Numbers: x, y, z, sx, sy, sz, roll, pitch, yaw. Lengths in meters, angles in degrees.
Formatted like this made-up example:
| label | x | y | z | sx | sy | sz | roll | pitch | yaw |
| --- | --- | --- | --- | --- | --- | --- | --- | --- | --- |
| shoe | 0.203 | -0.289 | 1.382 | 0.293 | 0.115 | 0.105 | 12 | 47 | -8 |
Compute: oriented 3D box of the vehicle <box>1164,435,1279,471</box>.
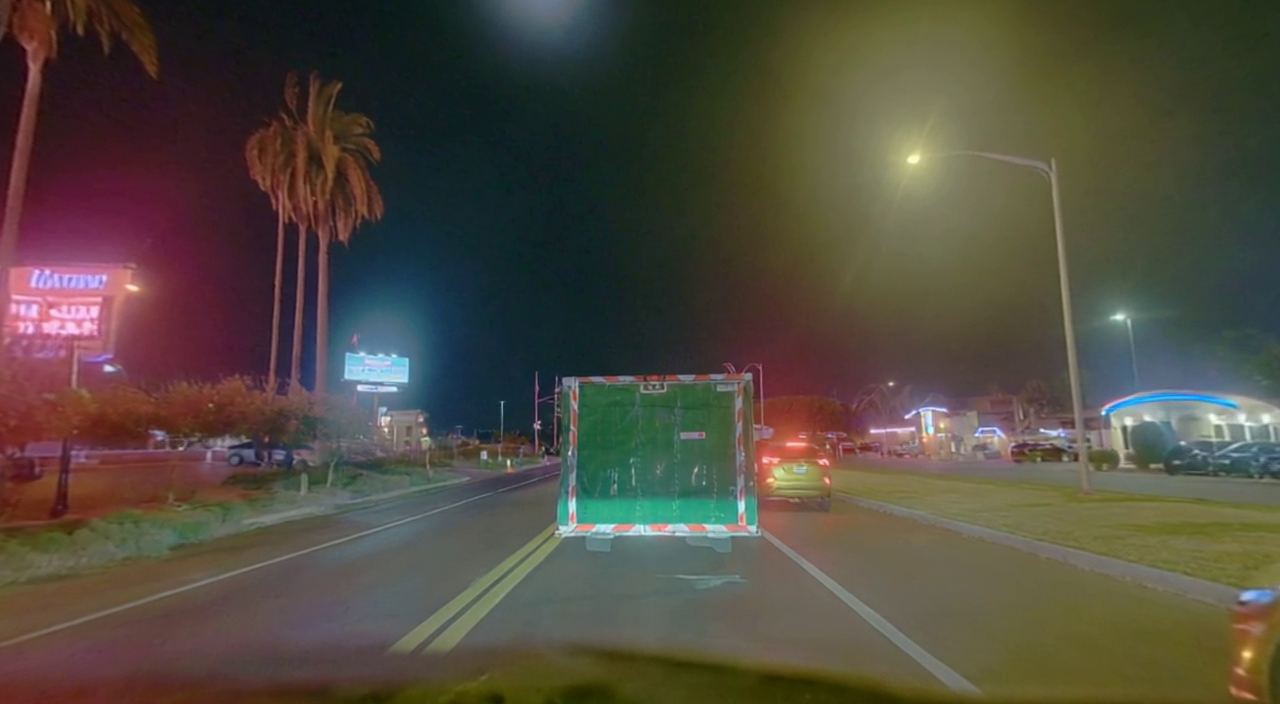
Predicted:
| label | x | y | z | sx | sy | sz | roll | pitch | yaw |
| --- | --- | --- | --- | --- | --- | --- | --- | --- | --- |
| vehicle | 28.576 | 4.890 | 30.603 | 4.193 | 1.633 | 1.928 | -4 | -9 | 26 |

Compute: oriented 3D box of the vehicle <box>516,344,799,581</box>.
| label | x | y | z | sx | sy | sz | roll | pitch | yaw |
| --- | --- | --- | --- | --- | --- | --- | --- | --- | --- |
| vehicle | 0.185 | 1.542 | 9.420 | 2.728 | 2.305 | 6.506 | 0 | -8 | 0 |
